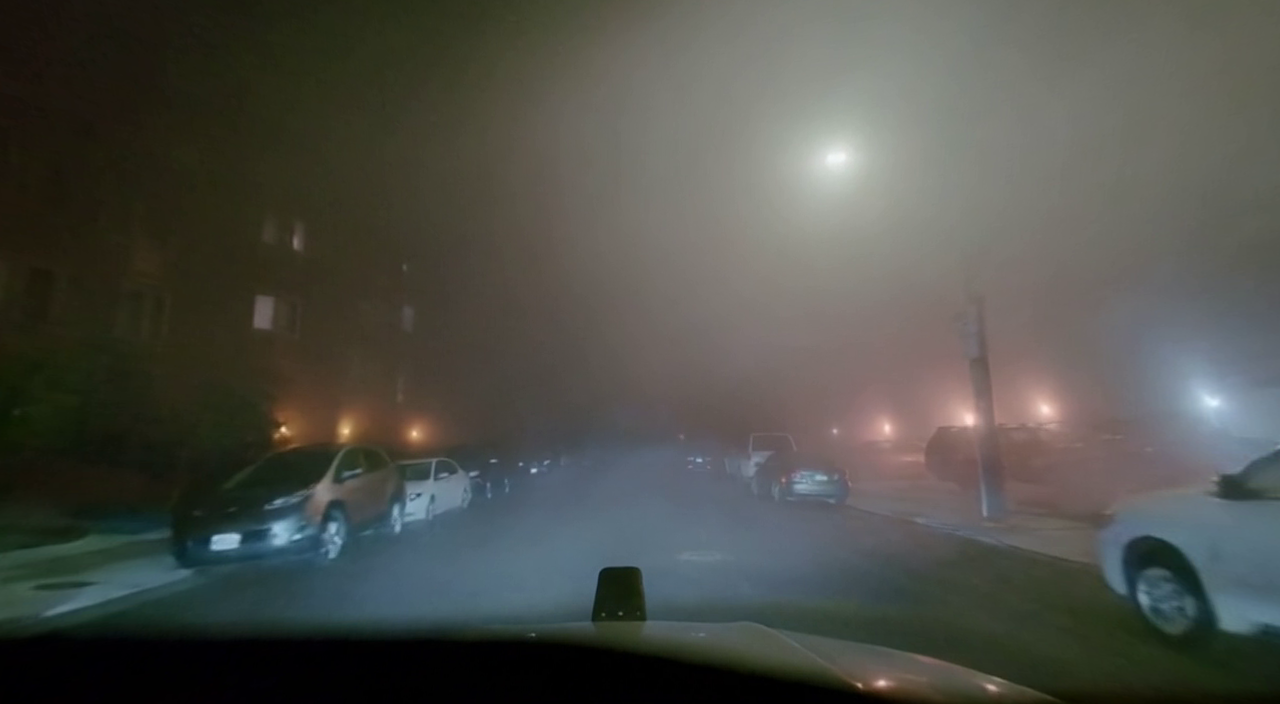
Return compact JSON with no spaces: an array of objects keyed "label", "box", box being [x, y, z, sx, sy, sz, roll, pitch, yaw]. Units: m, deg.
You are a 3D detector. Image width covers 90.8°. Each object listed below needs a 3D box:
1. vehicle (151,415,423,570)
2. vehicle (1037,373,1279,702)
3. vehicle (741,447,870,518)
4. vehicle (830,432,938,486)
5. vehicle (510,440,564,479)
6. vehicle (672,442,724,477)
[{"label":"vehicle","box":[-5.037,2.067,9.871,2.007,1.861,4.101,0,-10,-3]},{"label":"vehicle","box":[4.830,0.969,2.954,2.201,1.896,5.632,0,-8,-1]},{"label":"vehicle","box":[4.117,3.300,16.727,1.850,1.516,5.066,0,-8,-3]},{"label":"vehicle","box":[9.177,4.018,24.294,2.125,1.716,4.672,0,-6,-2]},{"label":"vehicle","box":[-5.116,5.440,32.036,2.035,1.822,4.348,0,-9,-1]},{"label":"vehicle","box":[3.453,6.537,38.947,2.415,1.963,5.688,0,-8,-2]}]
